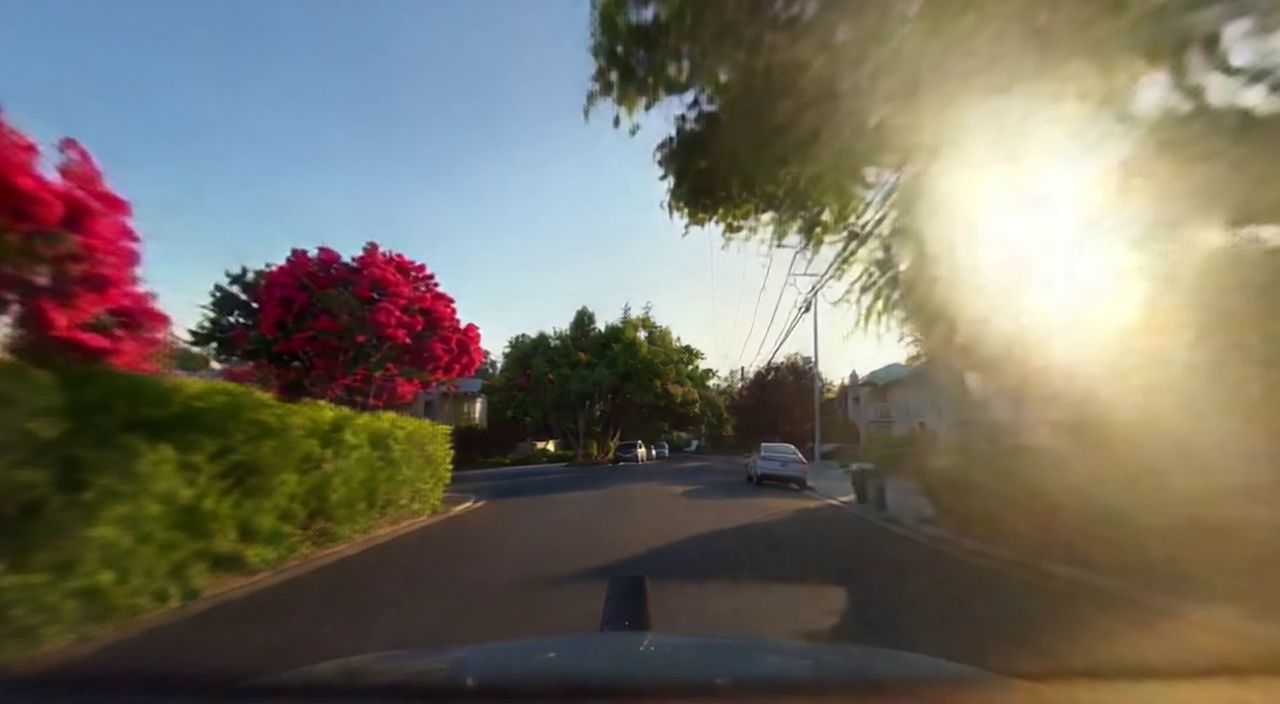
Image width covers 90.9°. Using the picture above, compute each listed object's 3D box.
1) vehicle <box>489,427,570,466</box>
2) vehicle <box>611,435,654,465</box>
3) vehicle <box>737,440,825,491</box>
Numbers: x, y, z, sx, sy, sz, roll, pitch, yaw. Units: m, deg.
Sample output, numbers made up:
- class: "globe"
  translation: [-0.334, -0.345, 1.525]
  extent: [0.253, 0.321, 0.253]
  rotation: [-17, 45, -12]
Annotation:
- class: "vehicle"
  translation: [-8.321, 7.127, 47.600]
  extent: [5.828, 2.818, 2.231]
  rotation: [2, -9, -12]
- class: "vehicle"
  translation: [-0.428, 6.862, 44.178]
  extent: [2.463, 1.951, 5.794]
  rotation: [-1, -8, 5]
- class: "vehicle"
  translation: [4.567, 3.749, 21.272]
  extent: [2.151, 1.468, 5.066]
  rotation: [-1, -8, 4]
